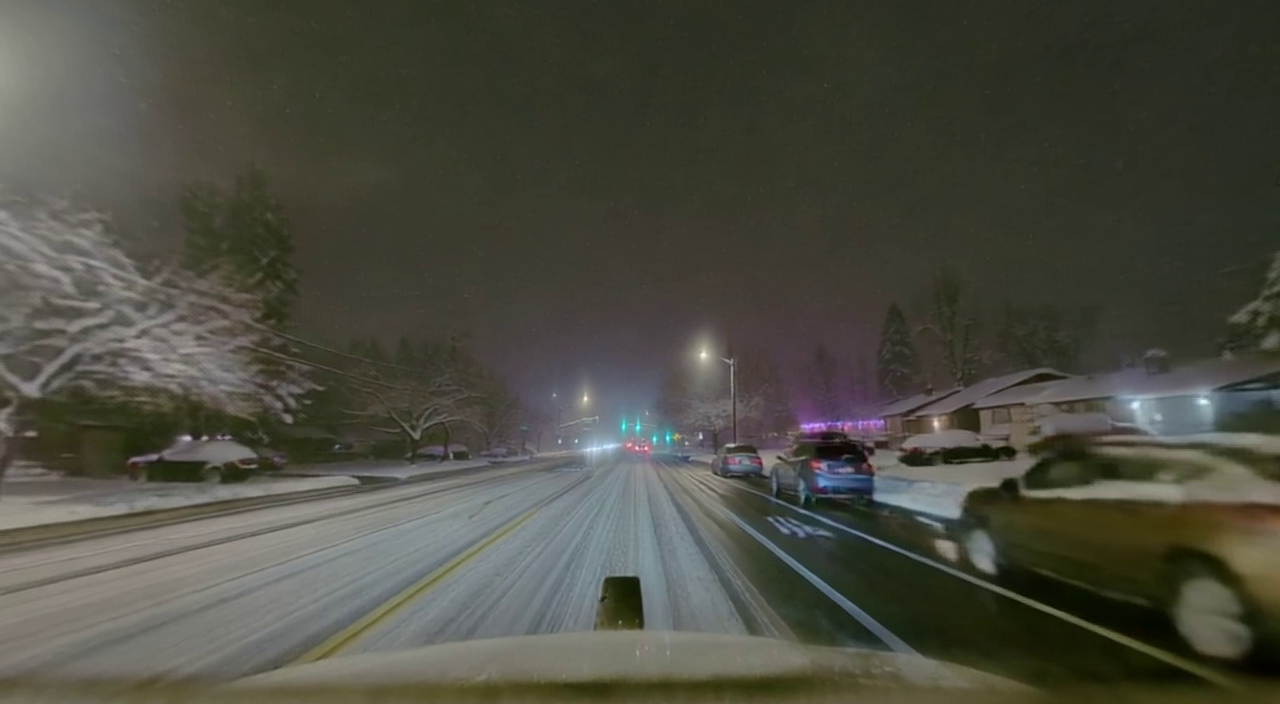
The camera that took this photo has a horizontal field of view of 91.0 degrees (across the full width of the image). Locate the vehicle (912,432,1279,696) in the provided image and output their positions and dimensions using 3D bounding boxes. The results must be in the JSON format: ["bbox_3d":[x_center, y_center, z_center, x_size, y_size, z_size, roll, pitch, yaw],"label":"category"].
[{"bbox_3d":[4.521,1.460,5.347,1.968,1.467,5.107,0,-8,-2],"label":"vehicle"}]

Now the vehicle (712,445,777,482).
[{"bbox_3d":[4.533,4.925,28.132,1.980,1.465,4.970,0,-8,-1],"label":"vehicle"}]

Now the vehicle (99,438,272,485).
[{"bbox_3d":[-19.393,4.674,27.058,5.684,1.934,2.217,0,-8,1],"label":"vehicle"}]

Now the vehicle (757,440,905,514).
[{"bbox_3d":[4.399,2.947,15.461,1.999,1.512,4.826,0,-8,-2],"label":"vehicle"}]
